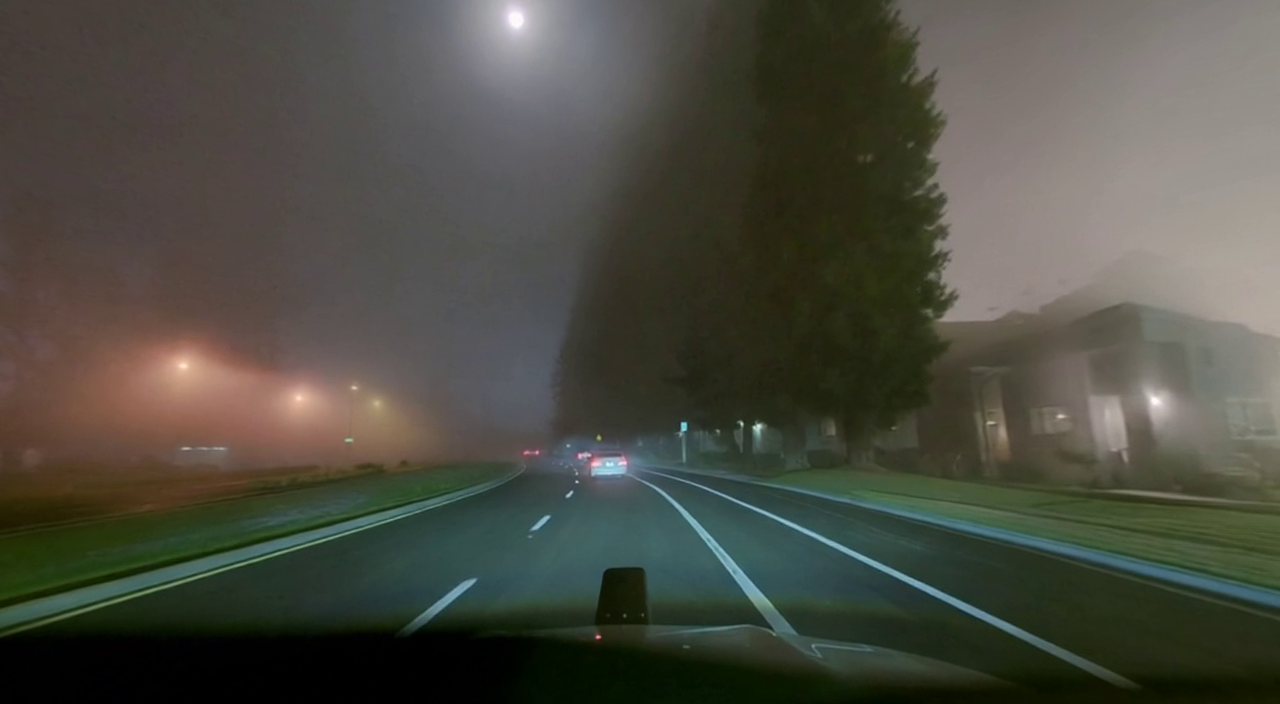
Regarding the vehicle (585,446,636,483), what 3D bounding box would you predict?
[{"bbox_3d":[-1.370,4.888,27.764,2.009,1.456,4.003,1,-8,-6],"label":"vehicle"}]
